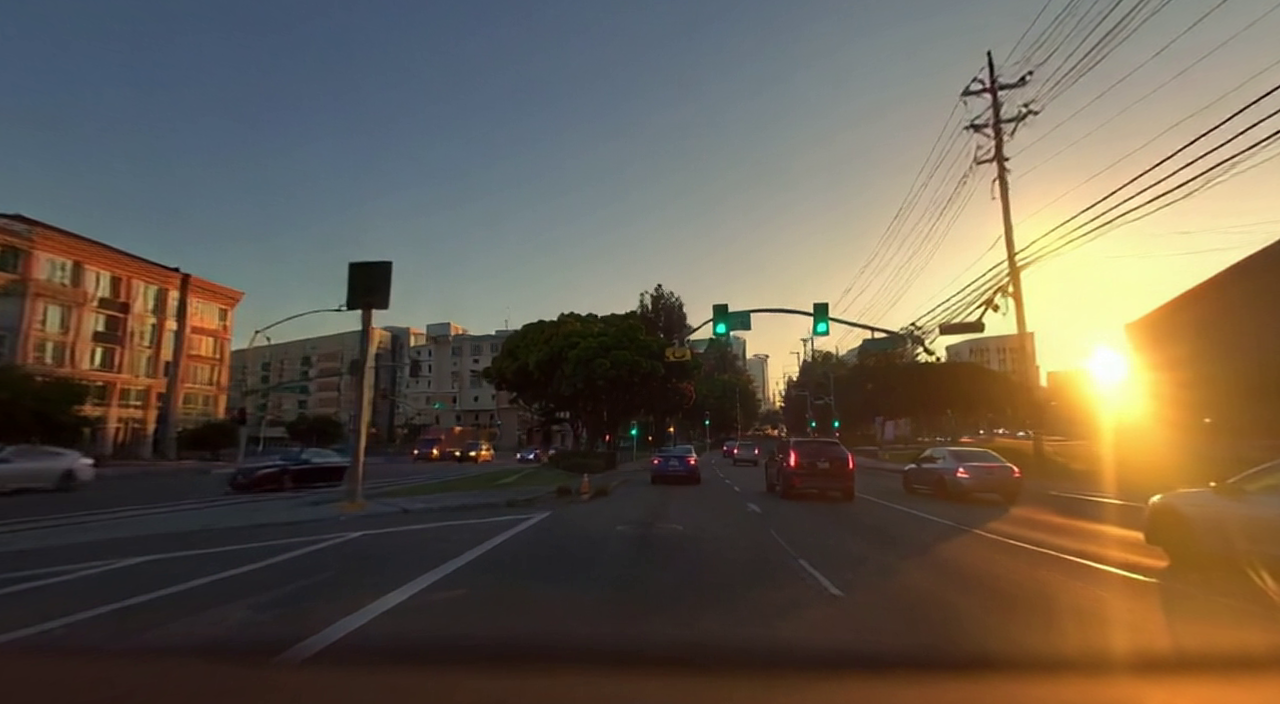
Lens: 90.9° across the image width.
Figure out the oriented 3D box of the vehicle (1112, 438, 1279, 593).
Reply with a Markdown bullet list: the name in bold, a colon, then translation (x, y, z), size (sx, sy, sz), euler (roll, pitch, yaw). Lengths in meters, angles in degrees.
- **vehicle**: translation (7.073, 1.547, 5.887), size (1.866, 1.471, 4.478), euler (0, -8, 1)

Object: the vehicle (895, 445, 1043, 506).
- **vehicle**: translation (9.058, 3.387, 17.866), size (1.882, 1.463, 4.543), euler (0, -8, 2)

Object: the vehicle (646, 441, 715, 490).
- **vehicle**: translation (1.456, 3.897, 22.088), size (2.168, 1.527, 4.174), euler (-1, -8, 5)

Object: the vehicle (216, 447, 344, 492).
- **vehicle**: translation (-12.326, 4.026, 21.955), size (1.779, 1.388, 4.210), euler (0, -8, 4)

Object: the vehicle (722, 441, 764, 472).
- **vehicle**: translation (5.702, 5.825, 35.312), size (1.896, 1.612, 4.203), euler (-1, -8, 4)

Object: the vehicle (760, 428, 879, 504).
- **vehicle**: translation (4.831, 3.133, 17.819), size (2.119, 1.810, 4.848), euler (0, -8, 3)
